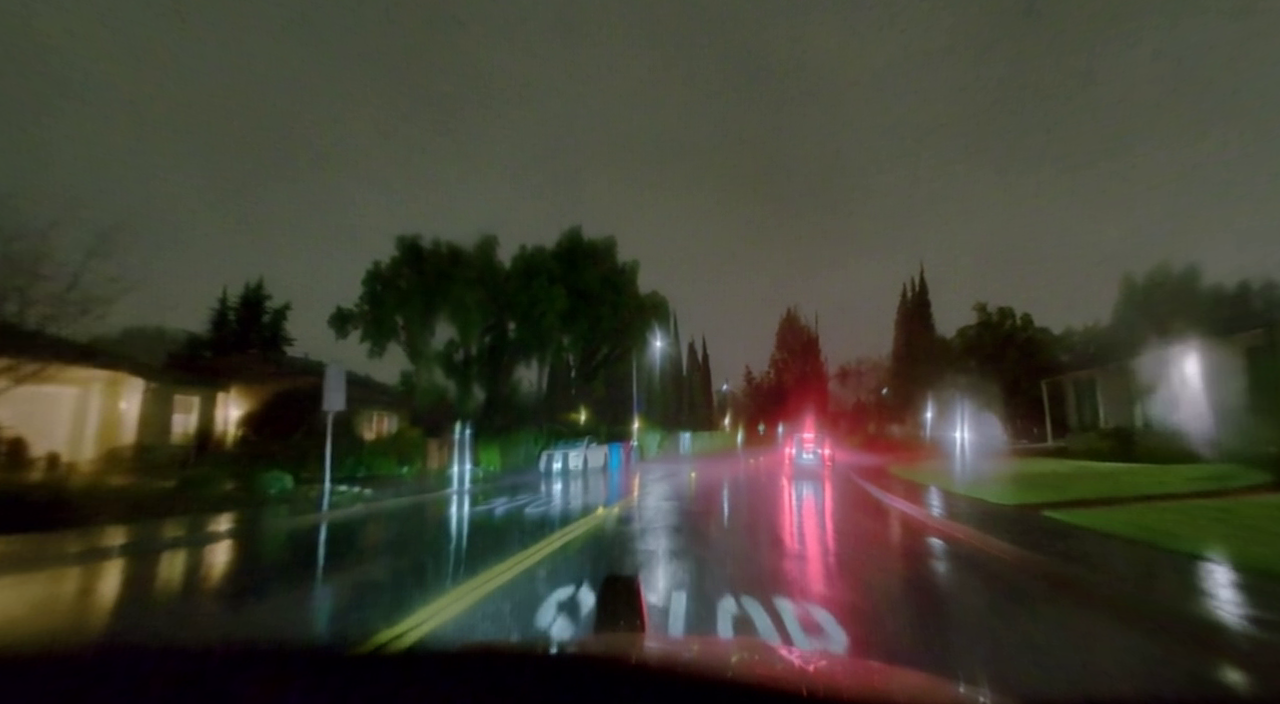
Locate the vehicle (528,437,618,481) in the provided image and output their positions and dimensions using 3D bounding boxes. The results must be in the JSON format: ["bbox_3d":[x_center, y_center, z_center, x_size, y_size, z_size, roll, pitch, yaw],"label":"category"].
[{"bbox_3d":[-2.737,4.559,27.174,2.030,1.696,4.828,-3,-9,18],"label":"vehicle"}]

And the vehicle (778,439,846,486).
[{"bbox_3d":[6.177,3.902,22.739,2.045,1.478,4.914,-3,-9,15],"label":"vehicle"}]
